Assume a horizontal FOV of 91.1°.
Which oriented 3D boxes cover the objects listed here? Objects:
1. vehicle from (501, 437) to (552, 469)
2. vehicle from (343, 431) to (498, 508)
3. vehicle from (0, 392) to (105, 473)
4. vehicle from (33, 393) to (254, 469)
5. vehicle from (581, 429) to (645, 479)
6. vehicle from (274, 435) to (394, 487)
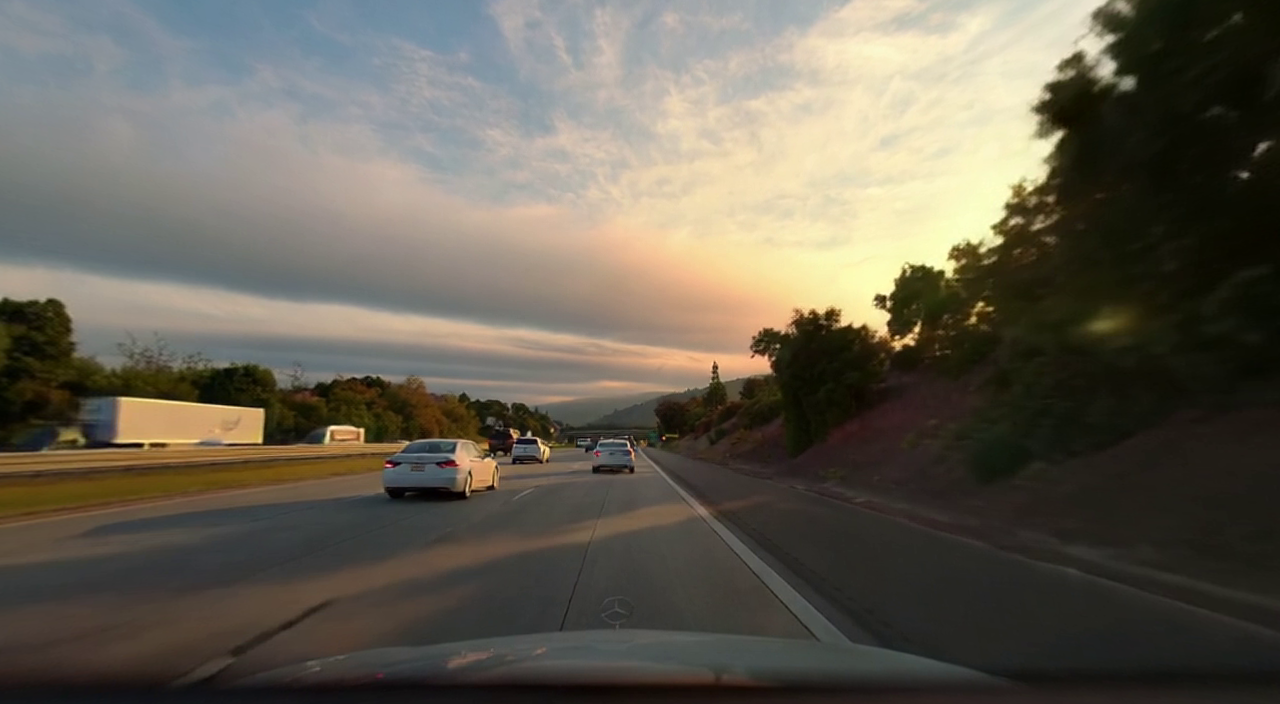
[{"bbox_3d":[-5.461,4.870,30.645,1.835,1.432,3.835,0,-8,-1],"label":"vehicle"},{"bbox_3d":[-4.713,2.553,14.297,1.971,1.464,4.386,0,-8,0],"label":"vehicle"},{"bbox_3d":[-30.078,4.074,31.902,2.981,3.860,2.886,0,-8,-2],"label":"vehicle"},{"bbox_3d":[-30.333,5.063,39.949,3.235,3.981,13.558,0,-8,-1],"label":"vehicle"},{"bbox_3d":[-0.978,3.707,23.239,2.178,1.658,3.916,0,-8,-2],"label":"vehicle"},{"bbox_3d":[-9.419,3.349,19.746,1.850,1.439,3.932,0,-8,-1],"label":"vehicle"}]
